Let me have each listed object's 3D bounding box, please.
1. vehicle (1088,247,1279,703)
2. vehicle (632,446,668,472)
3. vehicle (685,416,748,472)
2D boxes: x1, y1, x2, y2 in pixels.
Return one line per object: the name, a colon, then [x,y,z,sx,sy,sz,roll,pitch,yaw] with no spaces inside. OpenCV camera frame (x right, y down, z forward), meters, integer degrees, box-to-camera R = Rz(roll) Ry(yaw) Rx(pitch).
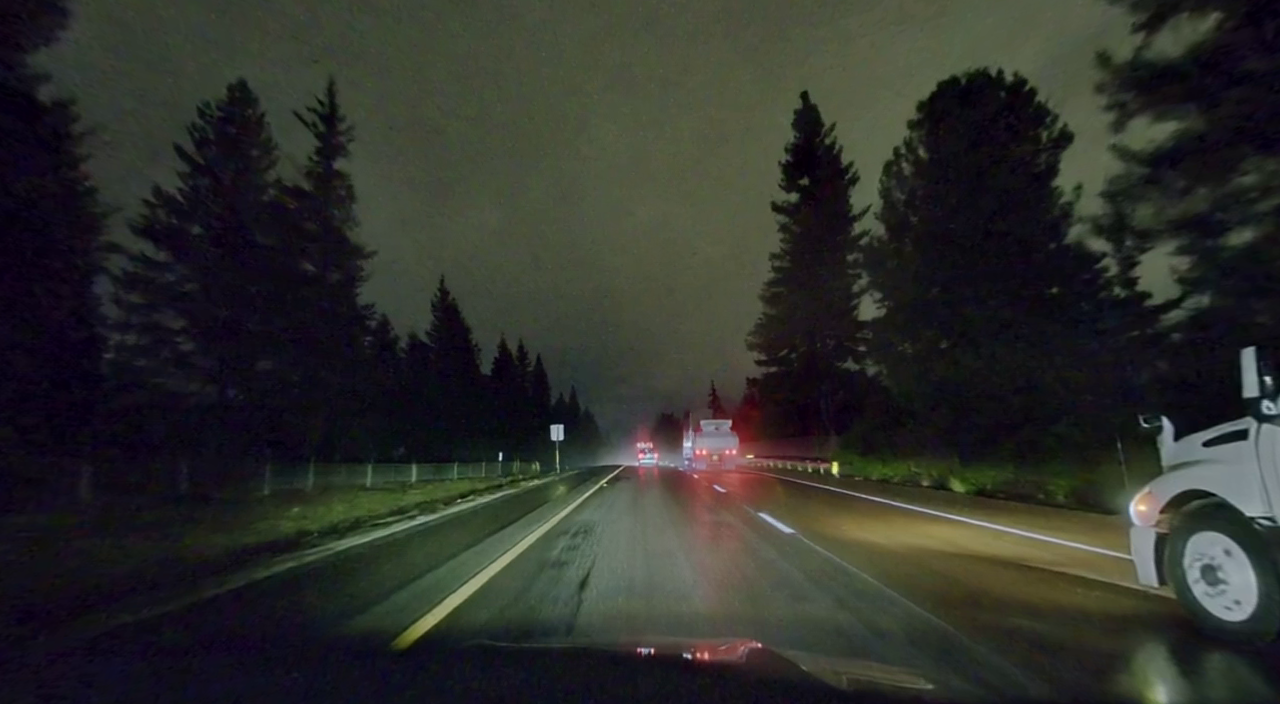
vehicle: [4.293,0.338,1.092,2.484,2.248,6.267,0,-8,2]
vehicle: [0.604,6.749,39.769,2.170,1.544,4.373,0,-8,1]
vehicle: [4.703,5.906,40.287,3.015,3.211,7.982,0,-9,0]
